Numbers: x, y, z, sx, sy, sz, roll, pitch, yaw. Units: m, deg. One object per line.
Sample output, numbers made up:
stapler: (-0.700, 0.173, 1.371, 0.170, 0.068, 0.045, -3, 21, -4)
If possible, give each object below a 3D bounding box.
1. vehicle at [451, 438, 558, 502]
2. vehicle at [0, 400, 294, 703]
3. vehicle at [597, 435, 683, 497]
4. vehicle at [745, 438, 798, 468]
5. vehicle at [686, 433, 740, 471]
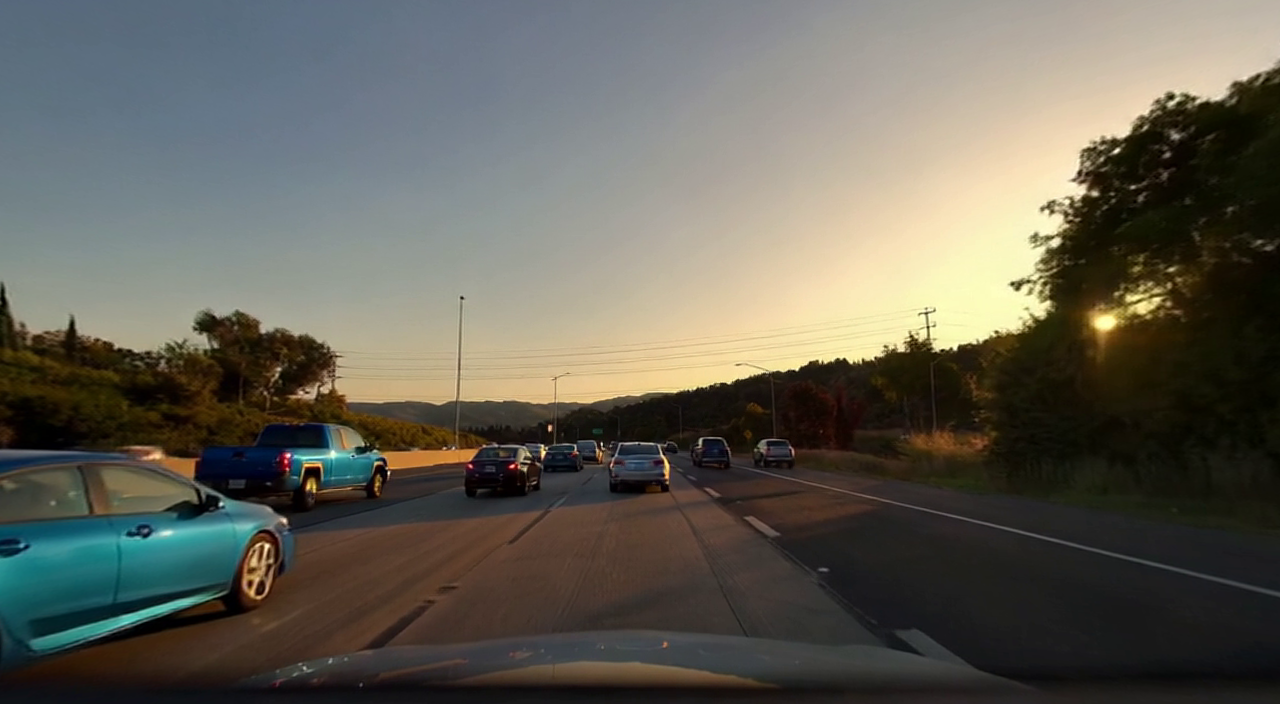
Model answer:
vehicle: (-3.362, 2.995, 16.521, 1.899, 1.437, 4.131, 0, -8, 0)
vehicle: (-3.671, 0.929, 2.479, 1.955, 1.481, 4.604, 0, -8, 1)
vehicle: (-0.023, 3.143, 17.839, 2.102, 1.499, 4.439, 0, -8, -1)
vehicle: (7.754, 5.996, 37.713, 1.969, 1.608, 4.865, 0, -8, -1)
vehicle: (3.777, 5.313, 33.751, 2.113, 1.800, 5.376, 0, -8, -2)
